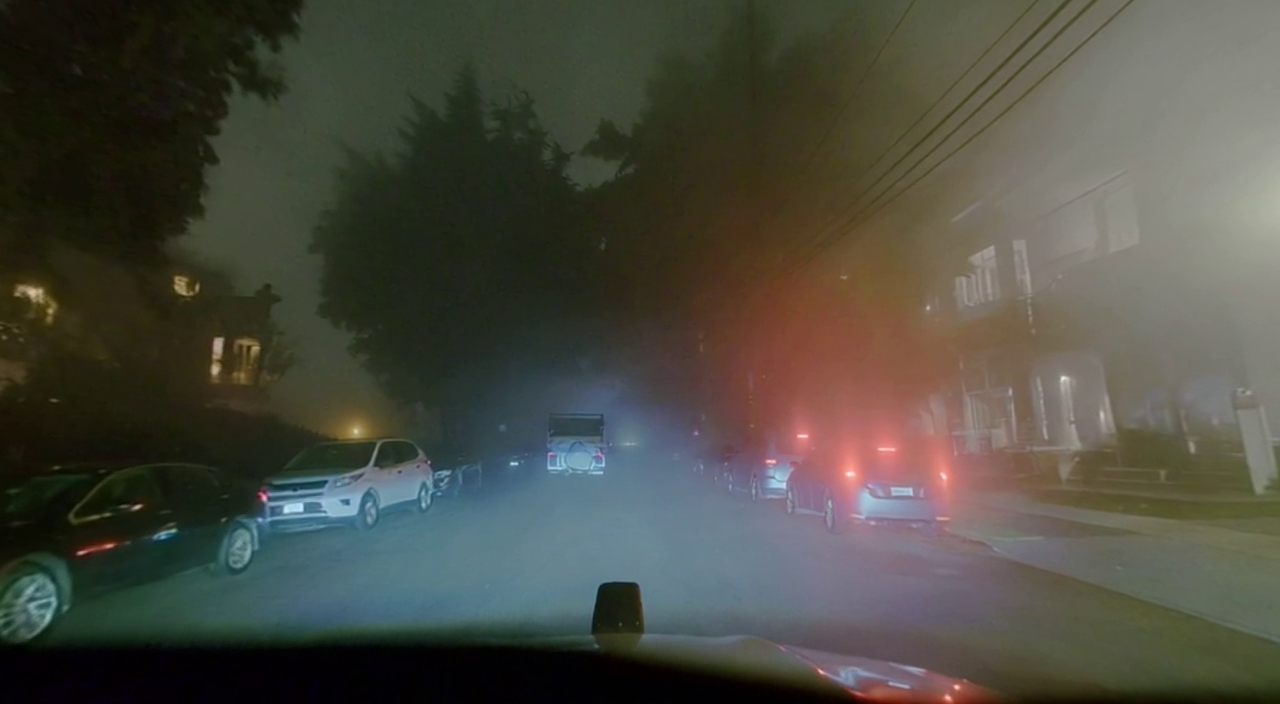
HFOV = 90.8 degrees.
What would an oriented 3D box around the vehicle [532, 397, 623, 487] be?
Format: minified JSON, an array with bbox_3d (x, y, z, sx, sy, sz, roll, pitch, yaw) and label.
[{"bbox_3d":[-2.128,3.412,23.948,2.716,2.887,6.781,0,-8,0],"label":"vehicle"}]

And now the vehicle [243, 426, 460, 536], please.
[{"bbox_3d":[-5.479,2.499,13.044,2.002,1.781,5.380,0,-8,-1],"label":"vehicle"}]

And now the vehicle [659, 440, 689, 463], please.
[{"bbox_3d":[2.573,7.650,48.528,1.878,1.664,4.033,0,-8,-3],"label":"vehicle"}]

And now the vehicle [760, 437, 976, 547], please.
[{"bbox_3d":[3.537,2.224,10.795,1.813,1.468,4.267,1,-8,-5],"label":"vehicle"}]

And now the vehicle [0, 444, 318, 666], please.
[{"bbox_3d":[-5.216,1.614,5.951,1.861,1.474,4.749,0,-8,0],"label":"vehicle"}]
